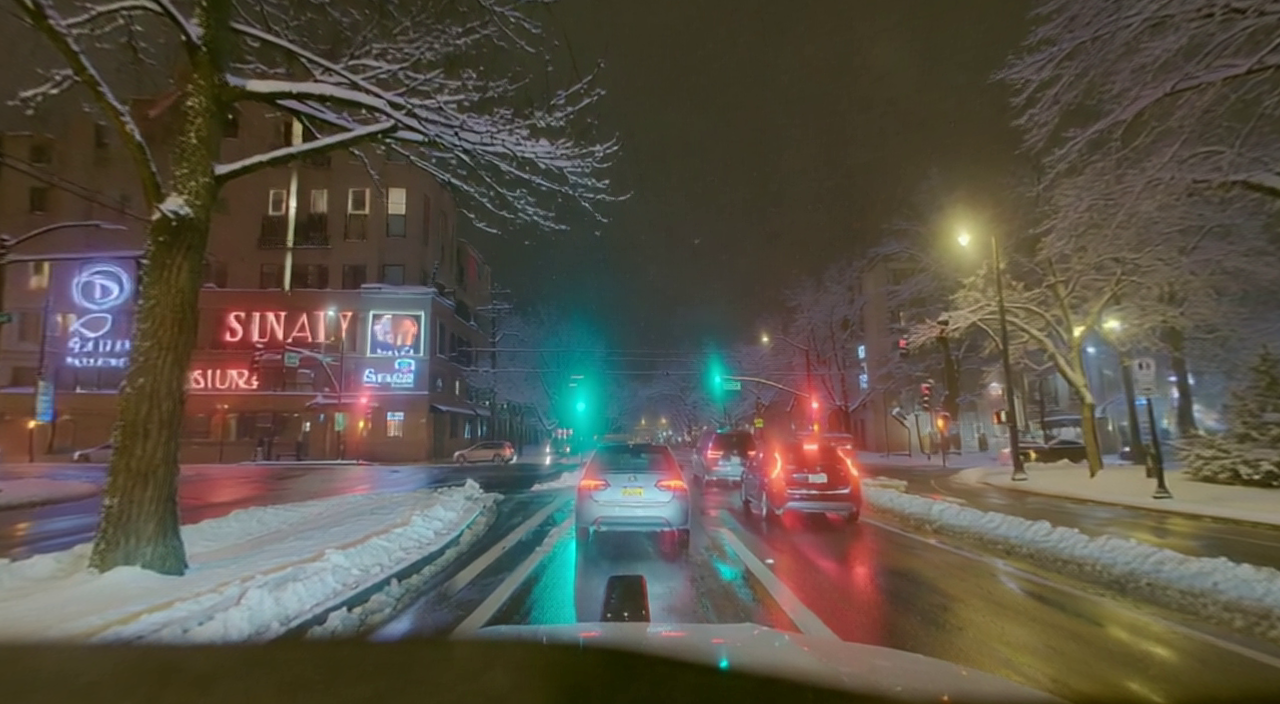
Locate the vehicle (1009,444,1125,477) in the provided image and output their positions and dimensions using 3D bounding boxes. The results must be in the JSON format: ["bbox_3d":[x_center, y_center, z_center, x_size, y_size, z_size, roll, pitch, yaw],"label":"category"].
[{"bbox_3d":[22.364,5.681,33.166,4.610,1.622,1.934,-1,-8,4],"label":"vehicle"}]

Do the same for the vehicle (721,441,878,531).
[{"bbox_3d":[2.901,2.520,12.533,1.893,1.446,4.270,0,-8,-1],"label":"vehicle"}]

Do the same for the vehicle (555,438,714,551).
[{"bbox_3d":[-0.117,2.185,10.418,2.087,1.456,4.143,0,-8,-1],"label":"vehicle"}]
